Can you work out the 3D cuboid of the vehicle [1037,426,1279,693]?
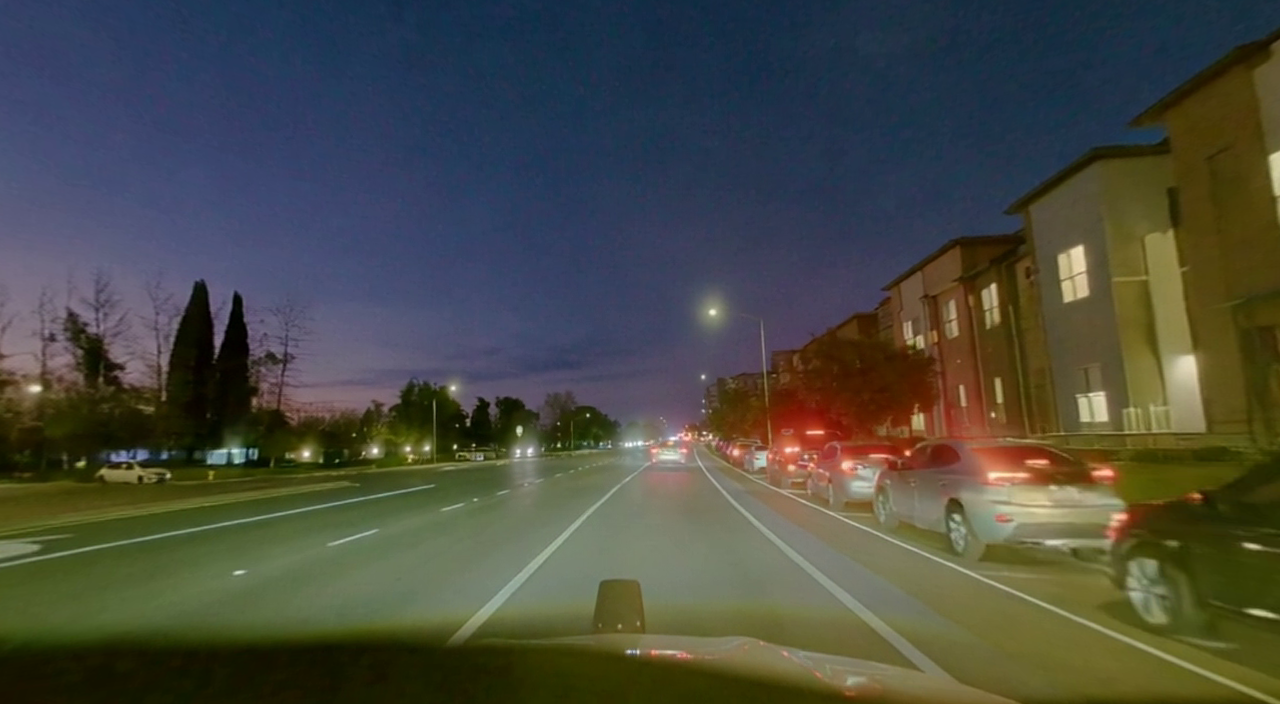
[{"bbox_3d":[4.454,1.064,2.972,1.855,1.445,4.895,0,-9,-2],"label":"vehicle"}]

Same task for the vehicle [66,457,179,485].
[{"bbox_3d":[-29.537,6.770,36.095,4.591,1.468,1.805,1,-9,-9],"label":"vehicle"}]

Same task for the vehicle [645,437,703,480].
[{"bbox_3d":[1.284,4.060,24.278,2.011,1.480,4.170,-1,-9,3],"label":"vehicle"}]
